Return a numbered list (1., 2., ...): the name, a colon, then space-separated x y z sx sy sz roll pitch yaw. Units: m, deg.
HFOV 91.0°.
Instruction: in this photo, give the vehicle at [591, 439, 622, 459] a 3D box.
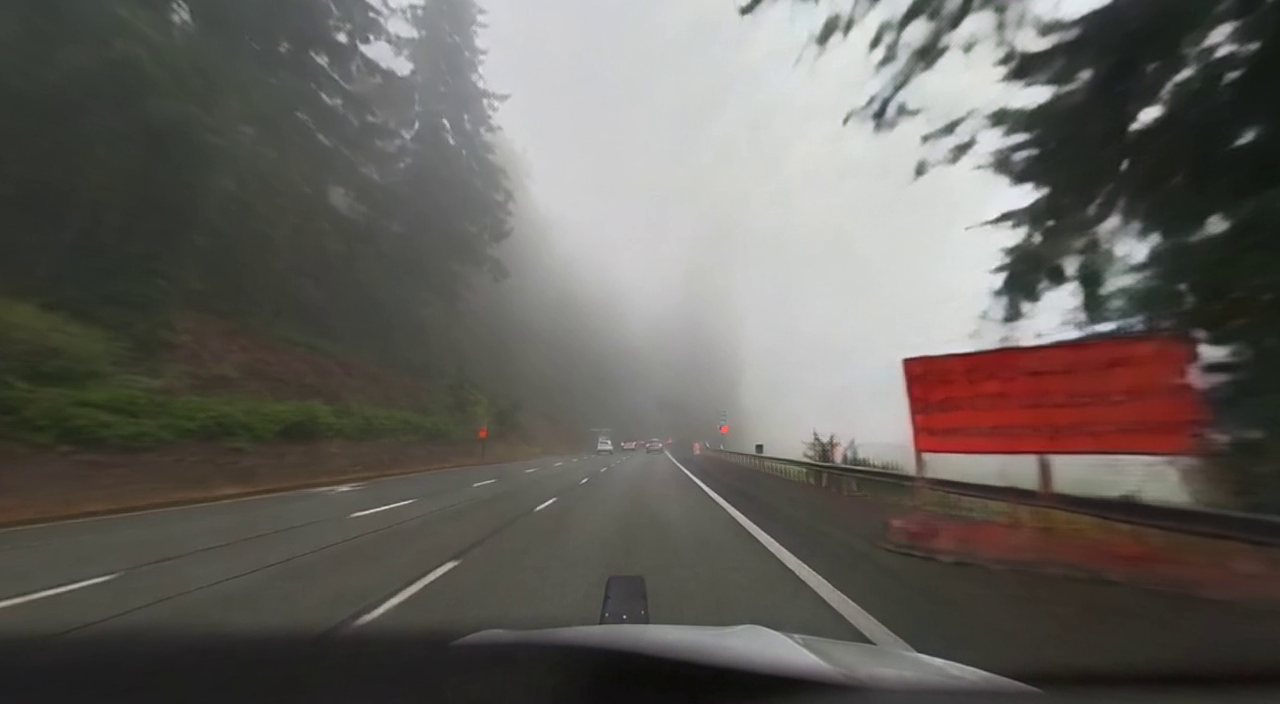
1. vehicle: -2.585 7.593 49.341 2.118 1.475 4.263 0 -8 2
